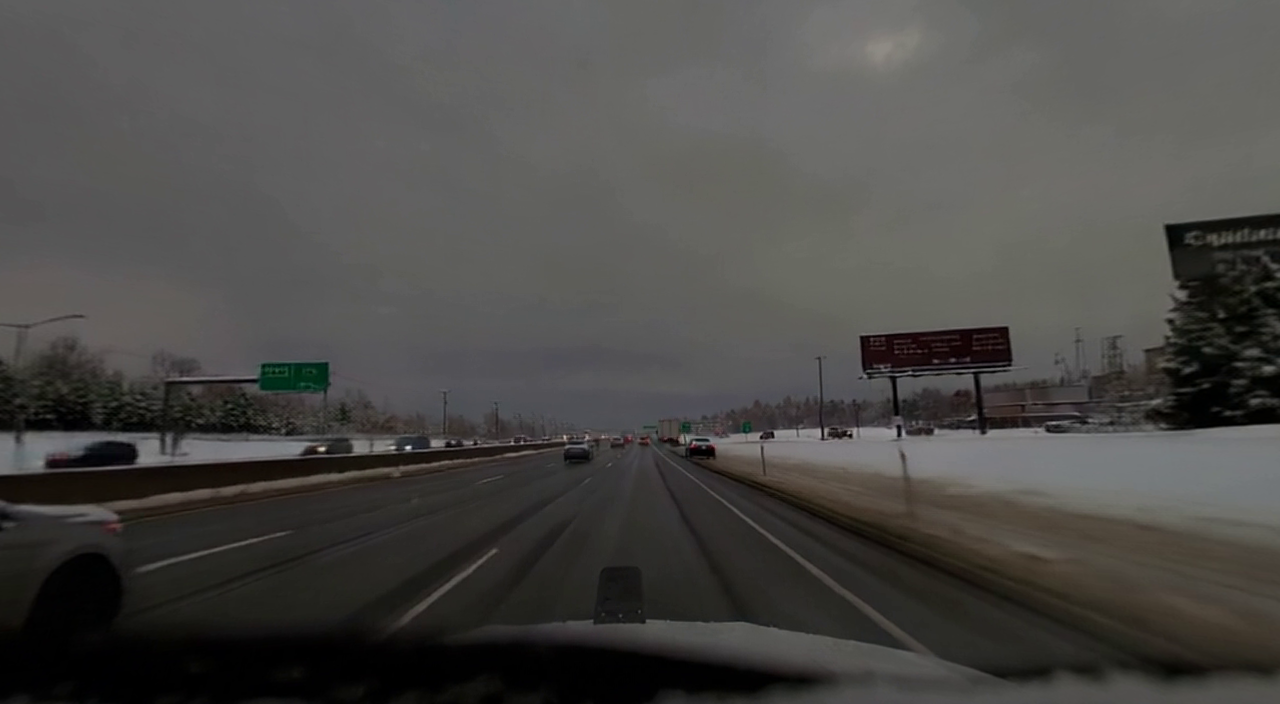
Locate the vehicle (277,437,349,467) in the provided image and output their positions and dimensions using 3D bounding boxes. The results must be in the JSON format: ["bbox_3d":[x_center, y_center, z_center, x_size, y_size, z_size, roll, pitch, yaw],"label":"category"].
[{"bbox_3d":[-19.566,6.002,37.895,1.927,1.661,4.379,0,-9,0],"label":"vehicle"}]

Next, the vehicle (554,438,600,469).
[{"bbox_3d":[-3.355,5.492,34.123,2.001,1.577,4.055,0,-9,1],"label":"vehicle"}]

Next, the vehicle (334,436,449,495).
[{"bbox_3d":[-7.171,3.302,18.621,1.865,1.518,3.620,0,-9,1],"label":"vehicle"}]

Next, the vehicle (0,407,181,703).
[{"bbox_3d":[-3.827,0.814,1.621,2.008,1.504,4.264,0,-9,1],"label":"vehicle"}]

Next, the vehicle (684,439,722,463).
[{"bbox_3d":[4.187,6.725,42.830,2.135,1.532,4.506,1,-9,0],"label":"vehicle"}]
